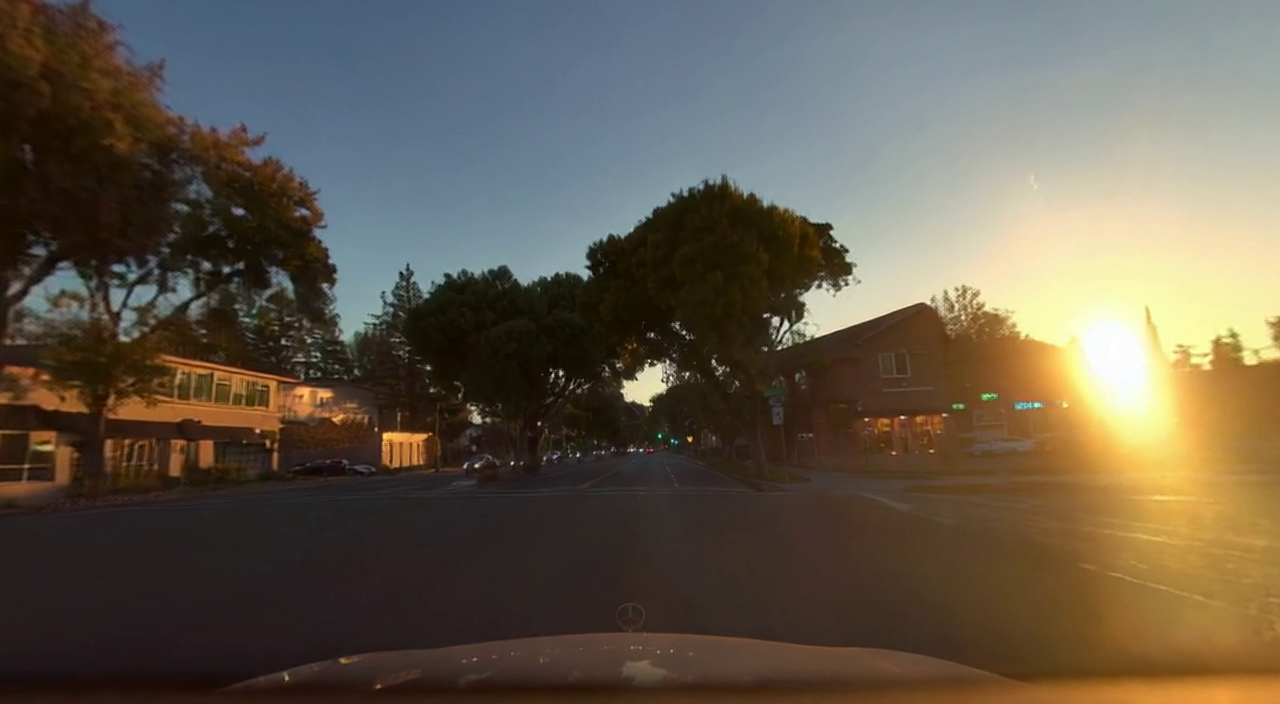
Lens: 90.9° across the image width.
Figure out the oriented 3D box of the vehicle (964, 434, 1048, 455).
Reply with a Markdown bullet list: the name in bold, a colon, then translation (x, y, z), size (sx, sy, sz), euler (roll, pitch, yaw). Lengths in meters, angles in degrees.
- **vehicle**: translation (25.960, 6.607, 44.867), size (4.942, 1.435, 1.987), euler (-5, -9, 28)
